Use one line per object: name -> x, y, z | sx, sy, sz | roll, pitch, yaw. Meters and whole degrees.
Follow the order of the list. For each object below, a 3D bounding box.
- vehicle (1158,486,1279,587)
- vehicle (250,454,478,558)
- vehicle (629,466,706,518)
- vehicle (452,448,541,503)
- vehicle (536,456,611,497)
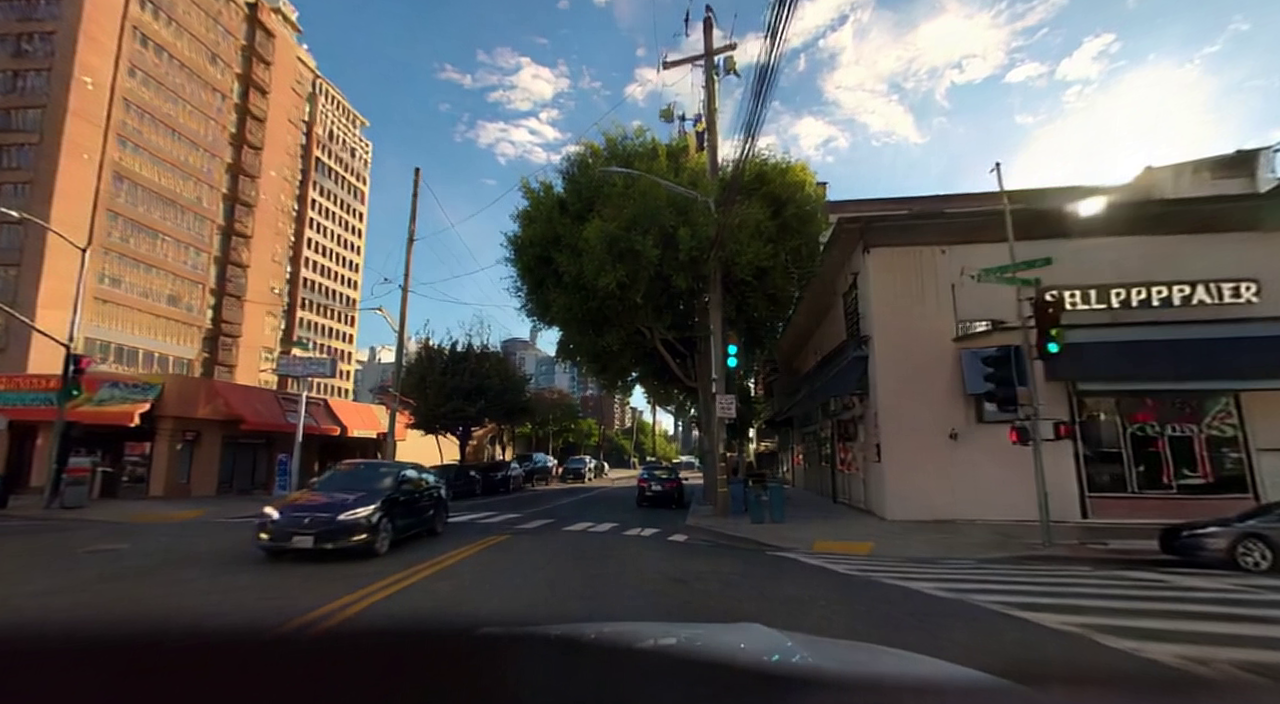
vehicle -> 11.783, 3.042, 10.533 | 4.426, 1.446, 1.795 | -2, -9, 12
vehicle -> -4.726, 2.681, 11.758 | 2.119, 1.485, 4.472 | 0, -9, 1
vehicle -> 1.075, 4.863, 22.330 | 1.892, 1.481, 4.365 | -2, -9, 13
vehicle -> -7.020, 6.059, 31.538 | 2.120, 2.078, 5.403 | -6, -7, 12
vehicle -> -3.086, 5.937, 30.481 | 2.181, 1.723, 4.692 | -2, -9, 12
